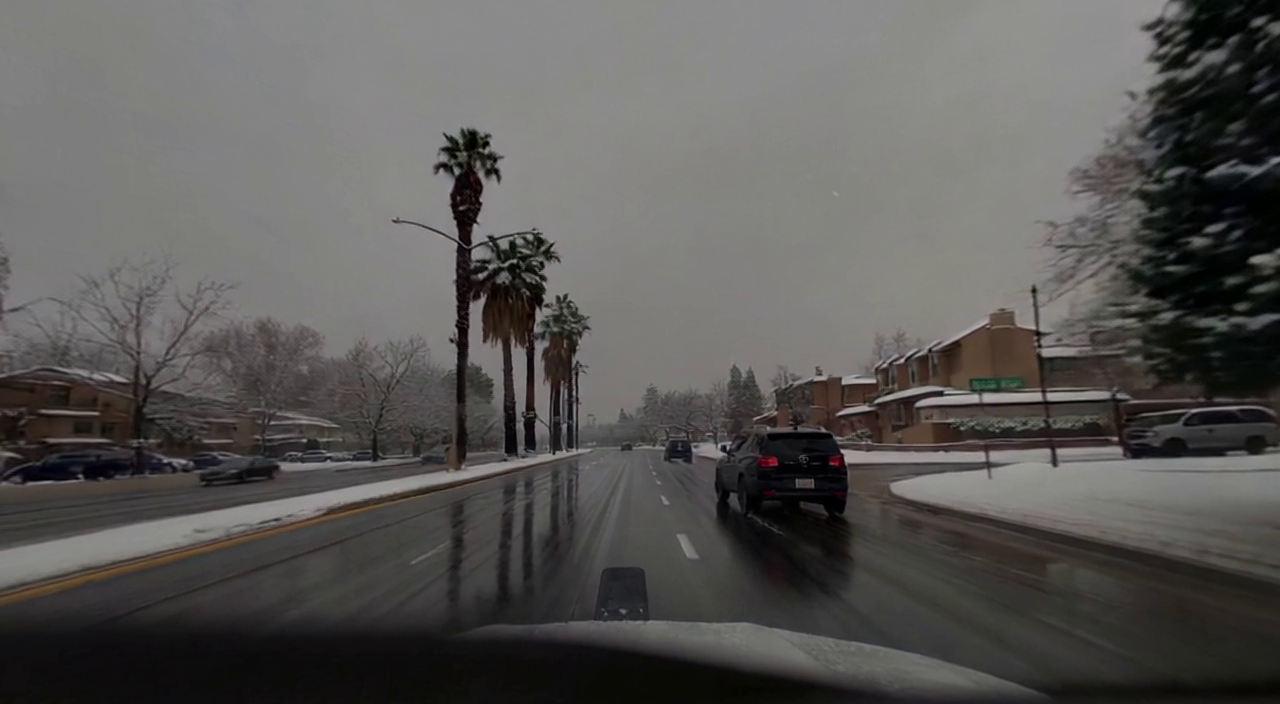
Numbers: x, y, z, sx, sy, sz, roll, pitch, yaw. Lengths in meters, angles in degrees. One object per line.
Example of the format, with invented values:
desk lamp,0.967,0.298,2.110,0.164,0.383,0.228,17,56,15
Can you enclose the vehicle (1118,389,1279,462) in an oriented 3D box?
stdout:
vehicle,28.263,3.814,31.837,2.811,3.303,6.565,0,-8,1

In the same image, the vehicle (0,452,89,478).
vehicle,-36.352,6.838,38.179,4.080,1.476,1.821,-1,-8,5

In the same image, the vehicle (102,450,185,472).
vehicle,-36.447,7.994,46.128,4.414,1.480,1.924,0,-8,1

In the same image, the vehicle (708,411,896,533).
vehicle,2.681,2.142,11.788,2.195,1.804,4.658,0,-8,-1

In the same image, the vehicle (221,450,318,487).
vehicle,-16.218,5.105,27.813,2.018,1.438,4.448,1,-8,-7
